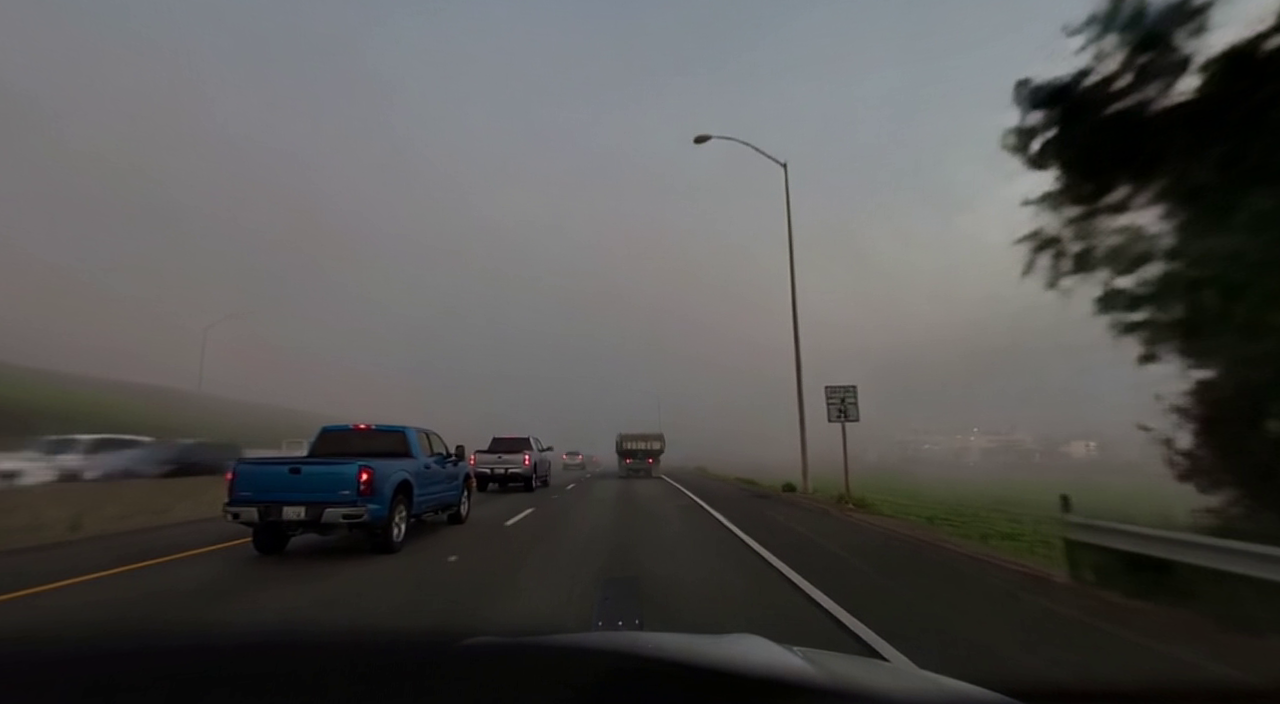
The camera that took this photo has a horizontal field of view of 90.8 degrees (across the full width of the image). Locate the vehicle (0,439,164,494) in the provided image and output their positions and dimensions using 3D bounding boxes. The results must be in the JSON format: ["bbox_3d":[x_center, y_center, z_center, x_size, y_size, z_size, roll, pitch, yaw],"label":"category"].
[{"bbox_3d":[-18.795,3.791,21.206,1.911,1.623,4.453,-1,-9,4],"label":"vehicle"}]

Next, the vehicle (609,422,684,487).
[{"bbox_3d":[0.122,4.579,28.488,2.886,2.471,7.692,0,-9,-2],"label":"vehicle"}]

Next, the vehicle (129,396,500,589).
[{"bbox_3d":[-3.714,1.740,8.679,2.303,1.835,5.044,0,-9,1],"label":"vehicle"}]

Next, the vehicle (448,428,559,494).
[{"bbox_3d":[-4.473,3.705,21.892,2.575,1.958,5.730,0,-9,0],"label":"vehicle"}]
